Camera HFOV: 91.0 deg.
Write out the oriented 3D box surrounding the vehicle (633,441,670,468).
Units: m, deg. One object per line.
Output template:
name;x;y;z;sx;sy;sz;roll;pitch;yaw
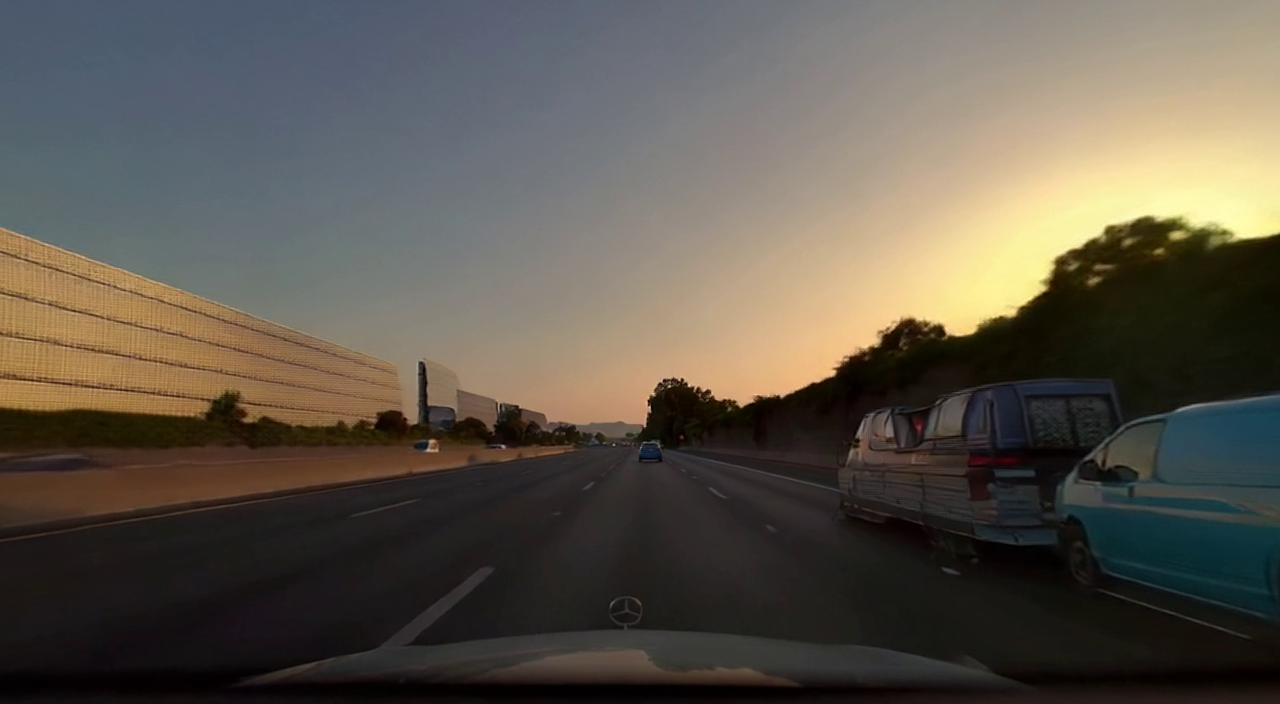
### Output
vehicle;0.655;5.845;36.053;1.997;1.484;3.409;0;-8;0
